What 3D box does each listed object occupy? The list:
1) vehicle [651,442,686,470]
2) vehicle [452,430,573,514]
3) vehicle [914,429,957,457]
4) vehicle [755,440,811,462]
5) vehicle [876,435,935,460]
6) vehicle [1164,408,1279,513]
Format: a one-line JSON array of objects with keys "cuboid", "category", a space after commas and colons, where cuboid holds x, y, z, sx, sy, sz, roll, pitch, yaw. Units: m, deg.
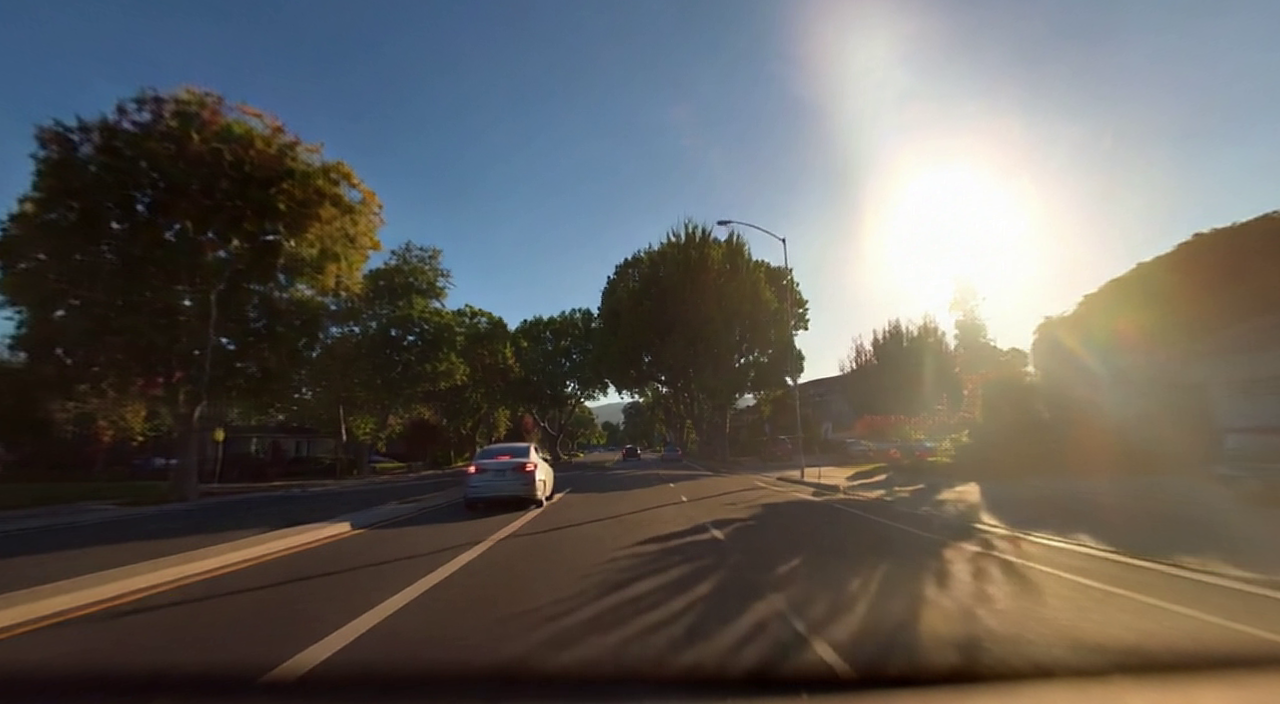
[{"cuboid": [1.756, 6.581, 40.197, 2.003, 1.614, 4.072, 0, -8, -1], "category": "vehicle"}, {"cuboid": [-2.888, 2.836, 15.539, 2.205, 1.706, 4.904, 0, -8, -3], "category": "vehicle"}, {"cuboid": [23.157, 7.124, 49.444, 2.117, 1.987, 4.418, -9, -12, 34], "category": "vehicle"}, {"cuboid": [10.528, 7.306, 46.781, 1.903, 1.569, 3.751, 6, -10, -34], "category": "vehicle"}, {"cuboid": [18.857, 6.769, 44.782, 2.150, 1.659, 4.678, -8, -12, 44], "category": "vehicle"}, {"cuboid": [11.856, 1.800, 10.584, 4.478, 1.694, 2.178, -6, -10, 36], "category": "vehicle"}]
